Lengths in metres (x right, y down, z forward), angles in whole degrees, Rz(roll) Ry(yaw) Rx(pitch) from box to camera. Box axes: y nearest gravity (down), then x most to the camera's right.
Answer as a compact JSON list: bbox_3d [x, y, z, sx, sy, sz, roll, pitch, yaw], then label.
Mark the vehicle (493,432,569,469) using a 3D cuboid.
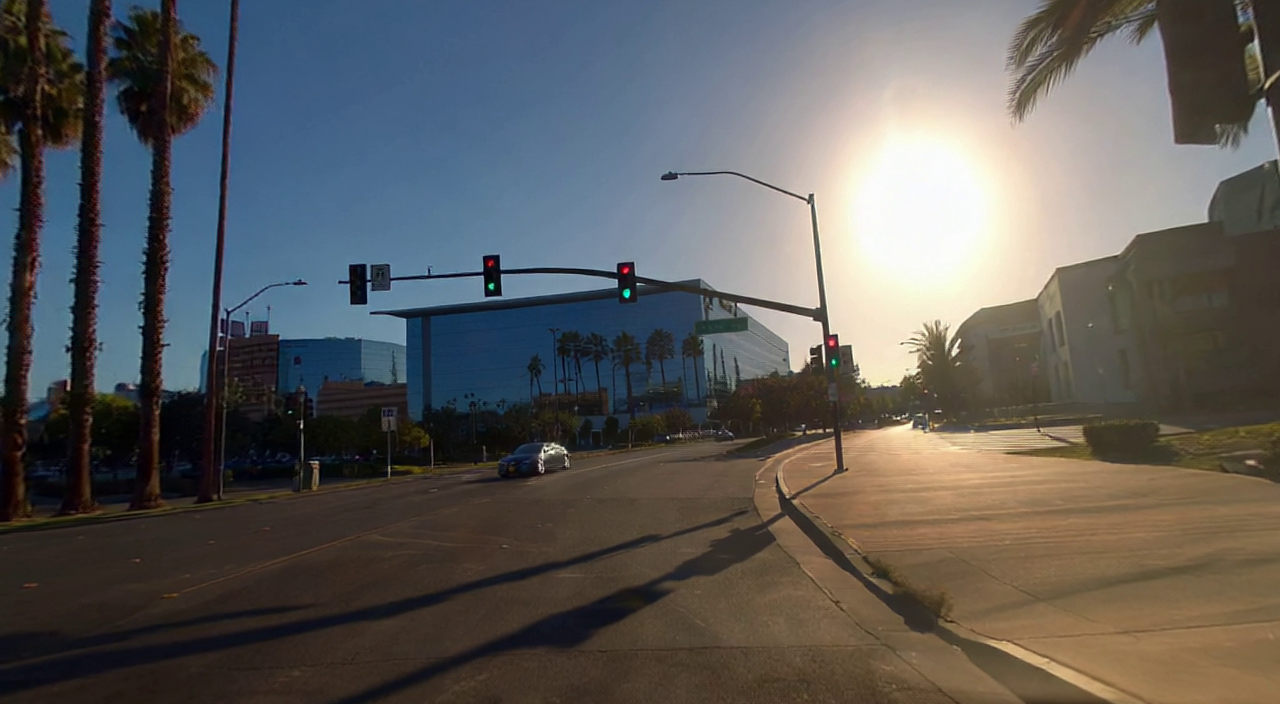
[{"bbox_3d":[-5.678,5.234,33.636,2.181,1.792,4.648,-3,-9,16],"label":"vehicle"}]
